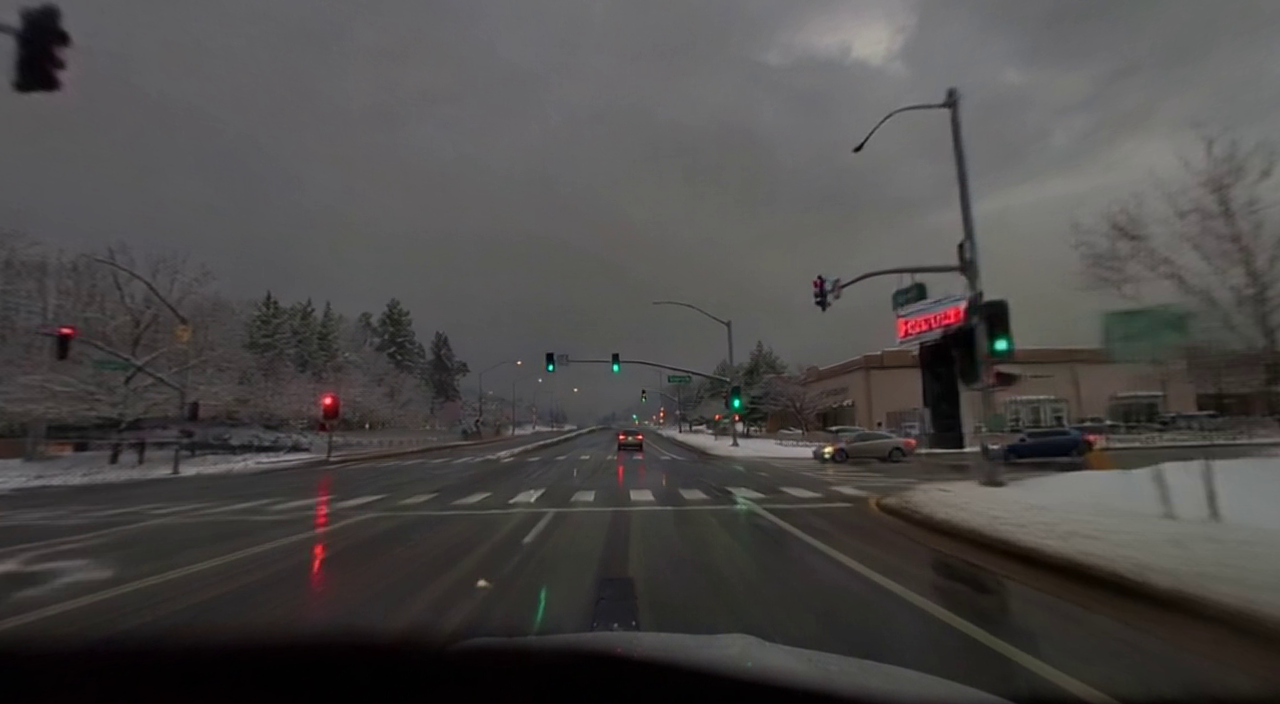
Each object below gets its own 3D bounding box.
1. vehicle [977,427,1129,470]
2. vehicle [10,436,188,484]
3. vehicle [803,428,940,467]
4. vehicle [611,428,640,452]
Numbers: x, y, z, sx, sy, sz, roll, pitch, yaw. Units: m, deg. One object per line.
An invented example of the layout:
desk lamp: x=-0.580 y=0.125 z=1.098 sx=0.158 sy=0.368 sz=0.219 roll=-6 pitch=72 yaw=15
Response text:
vehicle: x=16.724 y=3.913 z=25.758 sx=4.710 sy=1.588 sz=2.053 roll=-1 pitch=-9 yaw=-2
vehicle: x=-34.480 y=6.899 z=40.585 sx=8.399 sy=2.938 sz=2.801 roll=1 pitch=-8 yaw=-4
vehicle: x=9.351 y=3.909 z=25.844 sx=4.794 sy=1.511 sz=1.992 roll=0 pitch=-8 yaw=-3
vehicle: x=-1.052 y=6.451 z=46.096 sx=2.024 sy=1.628 sz=4.774 roll=0 pitch=-8 yaw=-1
